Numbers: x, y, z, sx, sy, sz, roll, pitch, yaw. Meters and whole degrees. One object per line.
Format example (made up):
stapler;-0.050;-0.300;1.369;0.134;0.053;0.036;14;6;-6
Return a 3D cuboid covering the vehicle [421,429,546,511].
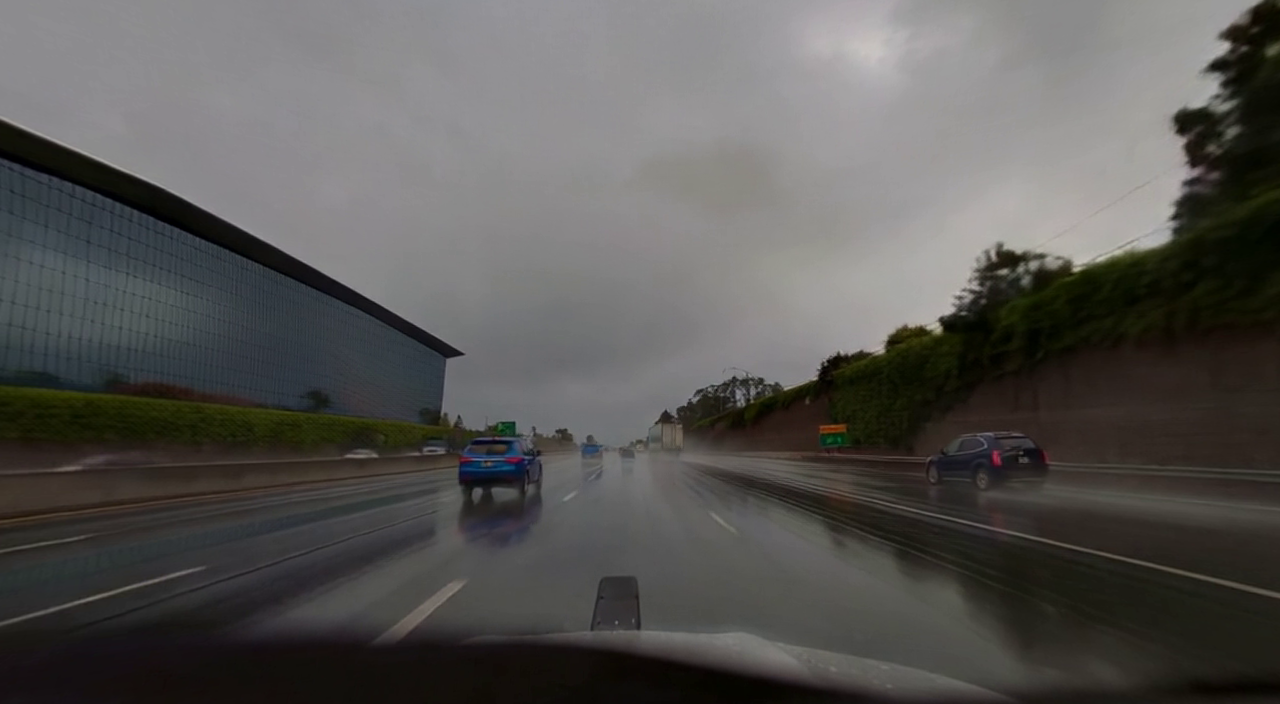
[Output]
vehicle;-3.628;2.822;15.530;2.039;1.710;4.237;0;-9;-1

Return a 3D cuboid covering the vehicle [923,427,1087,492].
vehicle;11.347;3.412;20.234;2.089;1.787;5.080;0;-9;-2
